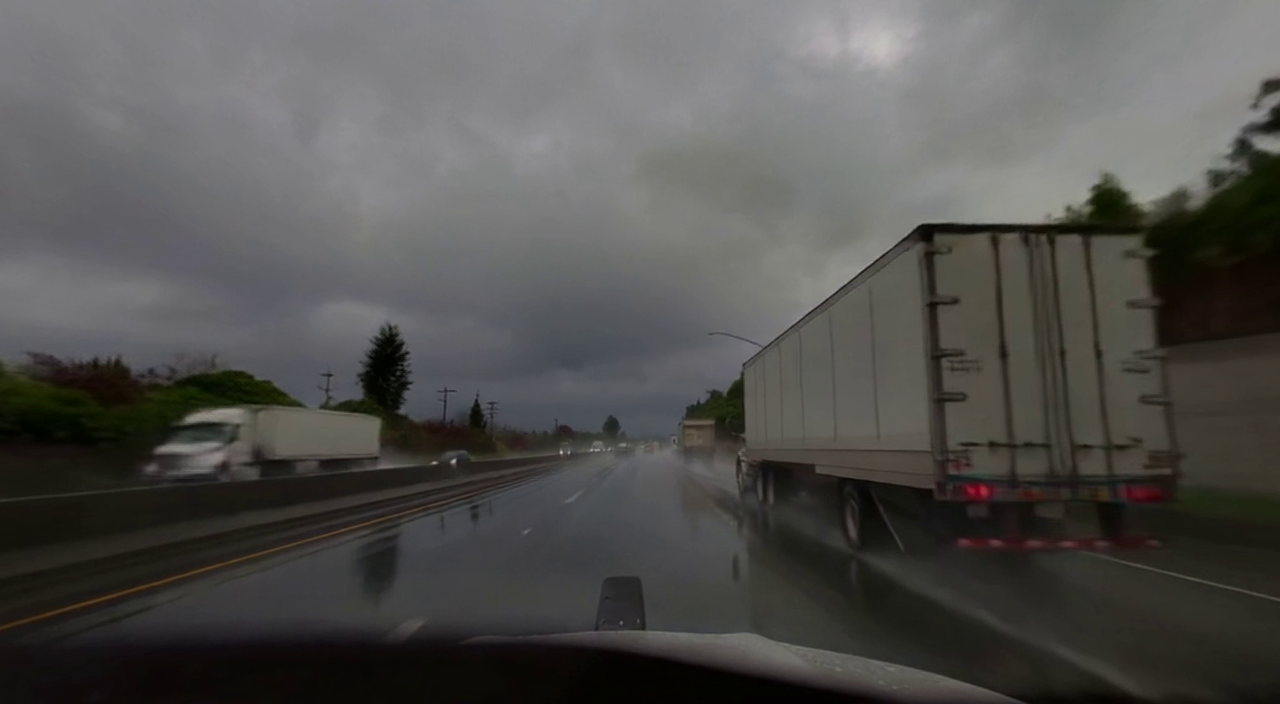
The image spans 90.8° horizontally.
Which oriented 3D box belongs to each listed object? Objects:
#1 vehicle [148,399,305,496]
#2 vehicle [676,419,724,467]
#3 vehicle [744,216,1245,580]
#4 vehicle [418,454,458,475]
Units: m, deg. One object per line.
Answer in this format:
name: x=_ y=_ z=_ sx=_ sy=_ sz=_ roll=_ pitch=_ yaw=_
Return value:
vehicle: x=-18.849 y=4.432 z=29.351 sx=3.052 sy=4.014 sz=5.939 roll=0 pitch=-9 yaw=0
vehicle: x=4.445 y=7.033 z=48.381 sx=2.771 sy=3.313 sz=8.121 roll=0 pitch=-9 yaw=-1
vehicle: x=4.440 y=1.205 z=11.698 sx=3.032 sy=3.785 sz=10.333 roll=0 pitch=-9 yaw=-1
vehicle: x=-14.631 y=8.129 z=45.792 sx=1.641 sy=1.413 sz=3.718 roll=0 pitch=-9 yaw=0
